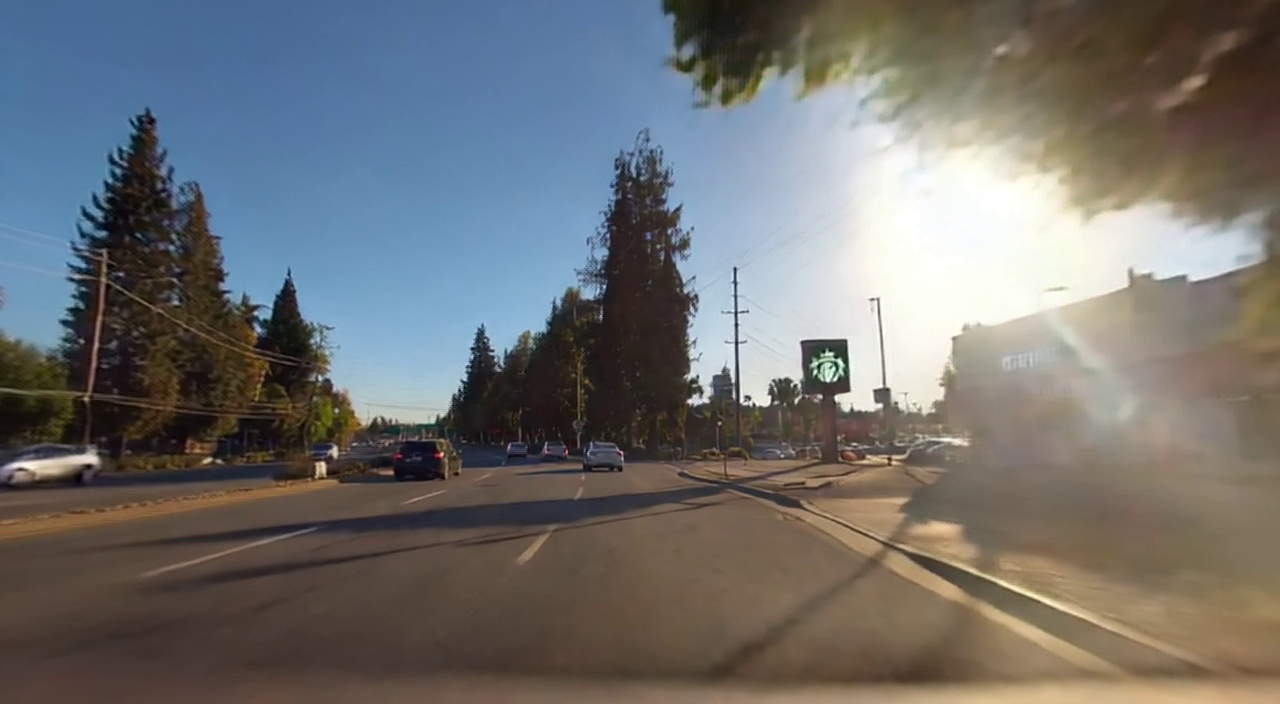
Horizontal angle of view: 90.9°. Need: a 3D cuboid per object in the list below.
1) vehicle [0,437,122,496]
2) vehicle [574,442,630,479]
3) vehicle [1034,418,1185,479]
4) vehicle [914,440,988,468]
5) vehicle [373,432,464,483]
[{"bbox_3d":[-22.859,4.278,23.817,2.236,1.962,5.539,-1,-8,-5],"label":"vehicle"},{"bbox_3d":[-1.756,4.685,27.602,2.130,1.476,4.453,1,-9,-8],"label":"vehicle"},{"bbox_3d":[16.612,3.564,22.708,1.863,1.889,4.839,-2,-11,4],"label":"vehicle"},{"bbox_3d":[17.520,5.757,35.816,1.795,1.485,4.601,0,-8,-1],"label":"vehicle"},{"bbox_3d":[-8.393,4.048,24.386,2.195,1.752,4.515,1,-9,-5],"label":"vehicle"}]
